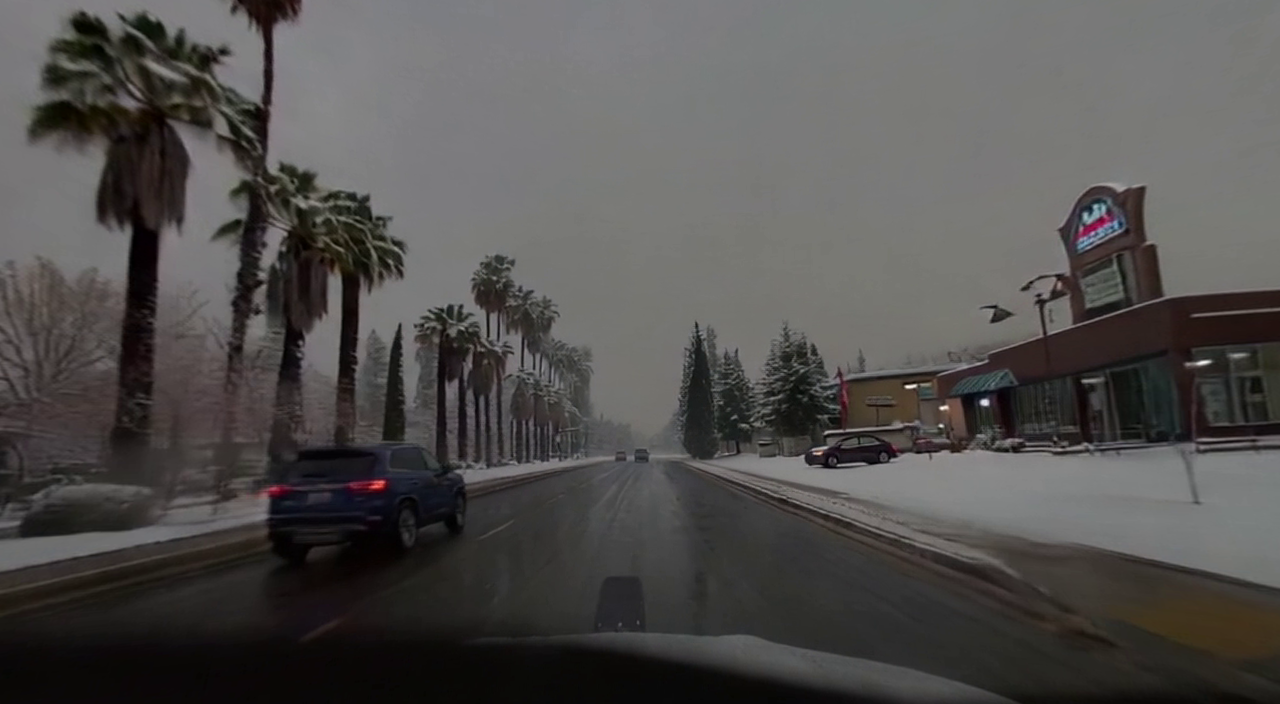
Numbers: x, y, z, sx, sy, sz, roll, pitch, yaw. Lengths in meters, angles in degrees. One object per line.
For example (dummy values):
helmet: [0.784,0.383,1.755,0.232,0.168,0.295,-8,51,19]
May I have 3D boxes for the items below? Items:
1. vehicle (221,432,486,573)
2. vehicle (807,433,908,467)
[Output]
vehicle: [-4.194,2.252,10.366,2.147,1.745,4.648,0,-8,0]
vehicle: [11.536,5.225,33.737,4.577,1.750,2.115,0,-9,-3]
